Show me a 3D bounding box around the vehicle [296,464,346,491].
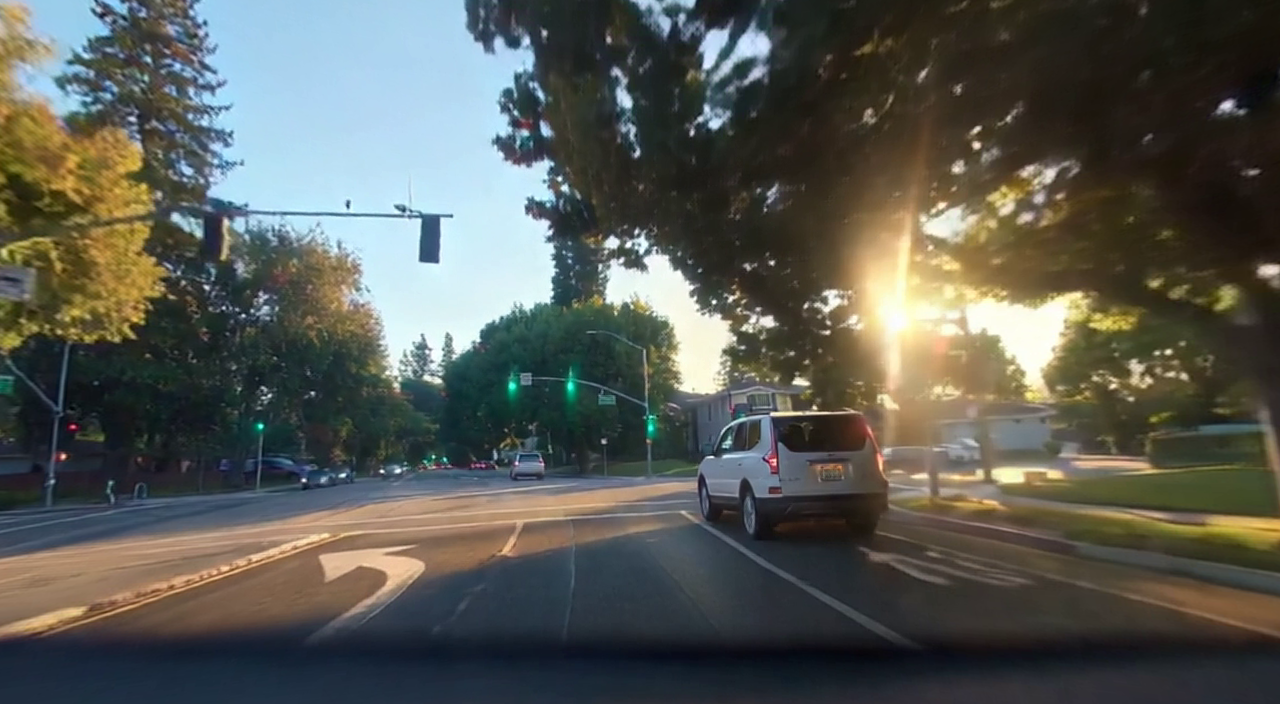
[{"bbox_3d":[-21.535,8.487,42.768,1.955,1.509,4.640,-1,-9,-13],"label":"vehicle"}]

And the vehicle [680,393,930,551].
[{"bbox_3d":[2.414,2.022,11.294,2.338,2.063,5.592,1,-9,-7],"label":"vehicle"}]

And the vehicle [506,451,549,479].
[{"bbox_3d":[-7.431,7.361,41.305,2.138,1.729,4.178,3,-9,-18],"label":"vehicle"}]
